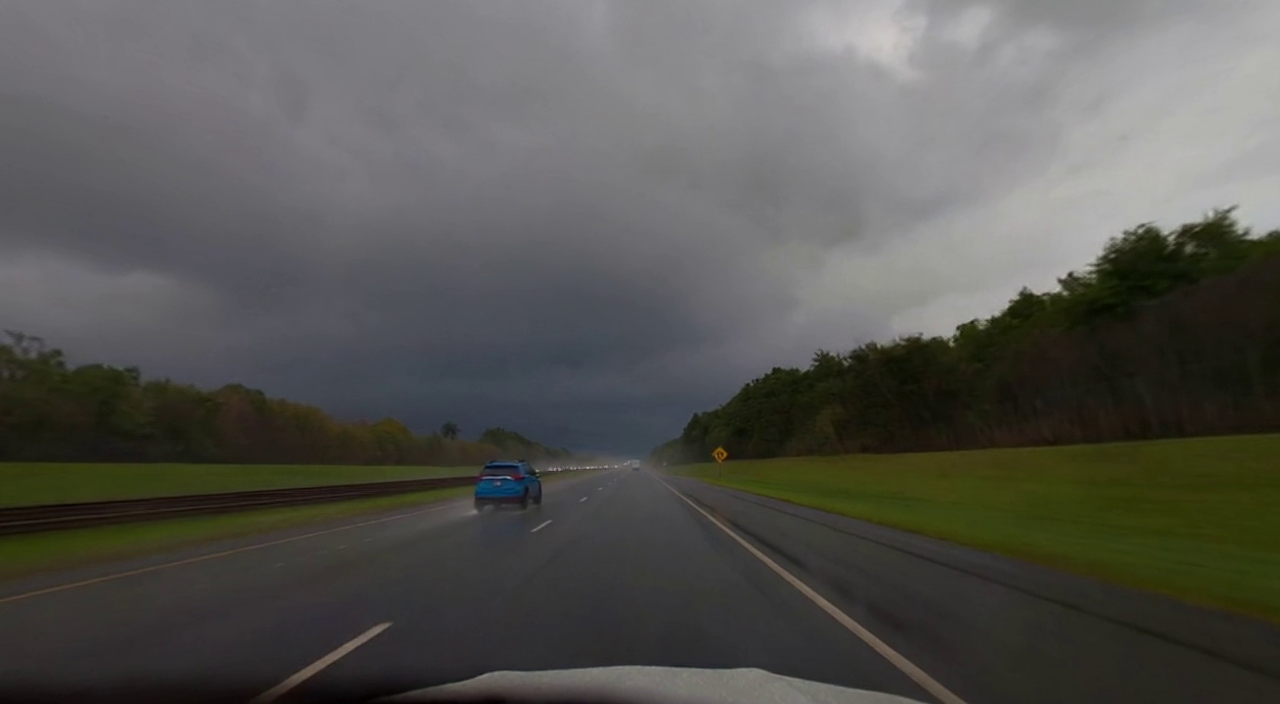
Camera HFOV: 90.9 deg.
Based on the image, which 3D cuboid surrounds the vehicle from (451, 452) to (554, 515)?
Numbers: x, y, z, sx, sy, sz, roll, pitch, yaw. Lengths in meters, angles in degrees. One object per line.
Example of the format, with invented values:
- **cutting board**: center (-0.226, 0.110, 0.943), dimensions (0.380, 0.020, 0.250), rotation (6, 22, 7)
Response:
- **vehicle**: center (-3.937, 3.903, 18.981), dimensions (1.928, 1.593, 4.871), rotation (1, -10, 1)
